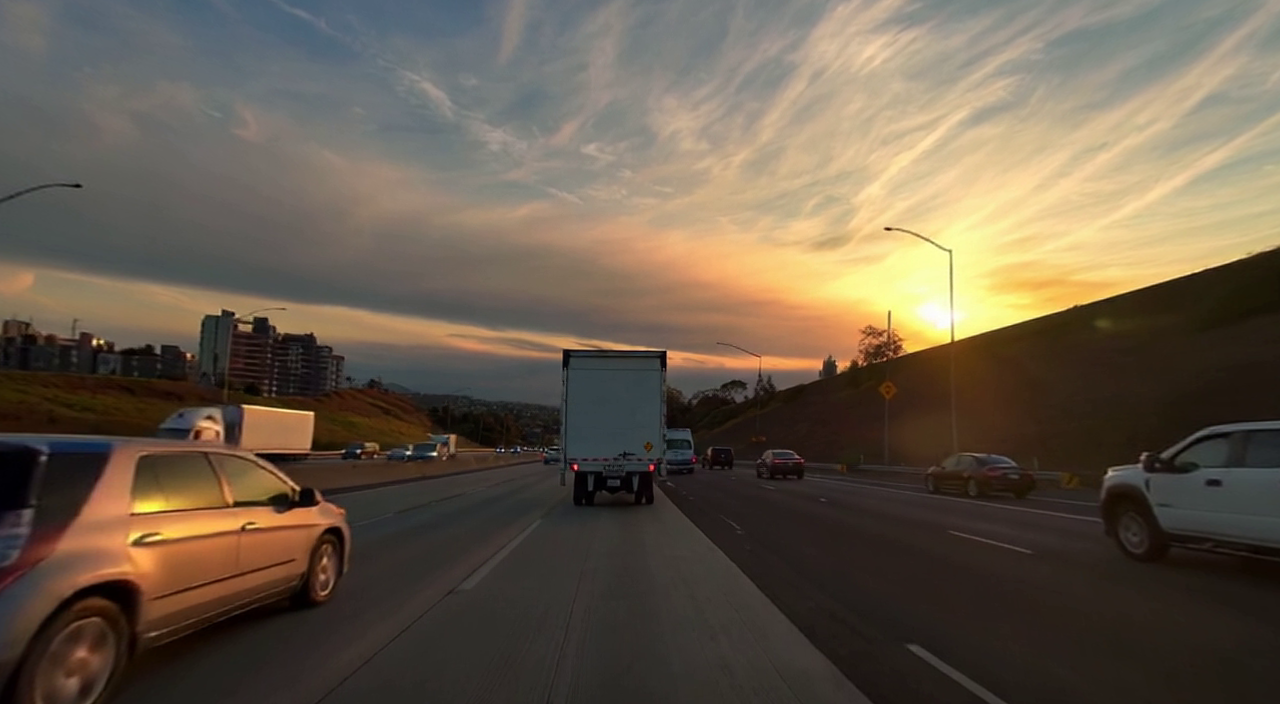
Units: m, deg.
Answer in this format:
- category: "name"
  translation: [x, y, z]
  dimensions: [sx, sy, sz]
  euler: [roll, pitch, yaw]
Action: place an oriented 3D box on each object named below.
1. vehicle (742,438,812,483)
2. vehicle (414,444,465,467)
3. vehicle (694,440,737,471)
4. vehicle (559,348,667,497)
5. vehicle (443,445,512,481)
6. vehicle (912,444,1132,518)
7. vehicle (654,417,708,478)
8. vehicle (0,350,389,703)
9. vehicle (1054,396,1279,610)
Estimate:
- category: "vehicle"
  translation: [6.260, 5.036, 29.530]
  dimensions: [2.070, 1.888, 4.546]
  euler: [0, -9, -2]
- category: "vehicle"
  translation: [-13.787, 7.117, 43.763]
  dimensions: [2.120, 1.496, 4.655]
  euler: [0, -8, -2]
- category: "vehicle"
  translation: [5.475, 7.617, 46.645]
  dimensions: [2.297, 2.116, 5.052]
  euler: [0, -9, -2]
- category: "vehicle"
  translation: [-0.755, 2.708, 22.636]
  dimensions: [2.906, 4.040, 10.743]
  euler: [0, -9, 0]
- category: "vehicle"
  translation: [-7.334, 5.047, 29.074]
  dimensions: [1.973, 1.471, 4.779]
  euler: [0, -9, -1]
- category: "vehicle"
  translation: [8.800, 2.989, 15.280]
  dimensions: [2.002, 1.472, 4.950]
  euler: [0, -9, -4]
- category: "vehicle"
  translation: [2.473, 6.218, 41.028]
  dimensions: [2.669, 3.491, 8.645]
  euler: [0, -9, -1]
- category: "vehicle"
  translation: [-3.335, 1.069, 3.872]
  dimensions: [1.946, 1.641, 4.105]
  euler: [0, -9, -1]
- category: "vehicle"
  translation: [6.336, 1.259, 5.366]
  dimensions: [2.188, 1.731, 5.031]
  euler: [0, -9, 0]
